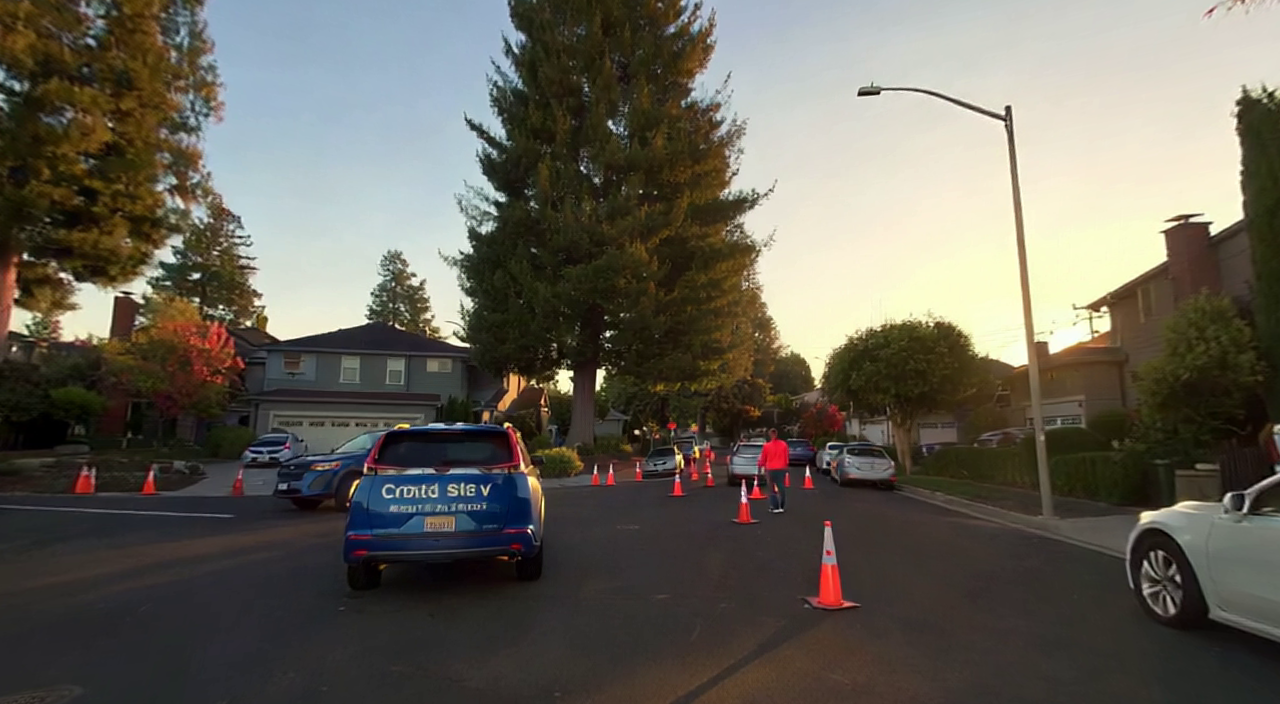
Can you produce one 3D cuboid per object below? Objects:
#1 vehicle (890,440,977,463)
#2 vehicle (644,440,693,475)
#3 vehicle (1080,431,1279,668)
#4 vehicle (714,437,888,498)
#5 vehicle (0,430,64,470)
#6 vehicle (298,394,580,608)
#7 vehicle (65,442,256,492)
[{"bbox_3d":[20.399,6.932,44.070,5.066,1.534,1.905,-1,-9,7],"label":"vehicle"},{"bbox_3d":[1.628,5.659,34.176,2.014,1.742,4.297,-2,-9,11],"label":"vehicle"},{"bbox_3d":[4.946,1.226,3.796,1.808,1.490,4.711,-1,-9,9],"label":"vehicle"},{"bbox_3d":[4.825,3.391,19.062,4.656,1.577,2.099,2,-8,-21],"label":"vehicle"},{"bbox_3d":[-31.213,4.783,30.814,1.908,1.898,4.120,-2,-9,10],"label":"vehicle"},{"bbox_3d":[-2.399,1.566,7.579,2.350,1.748,4.094,3,-9,-20],"label":"vehicle"},{"bbox_3d":[-15.519,3.682,20.542,5.022,1.497,1.996,-2,-9,11],"label":"vehicle"}]
